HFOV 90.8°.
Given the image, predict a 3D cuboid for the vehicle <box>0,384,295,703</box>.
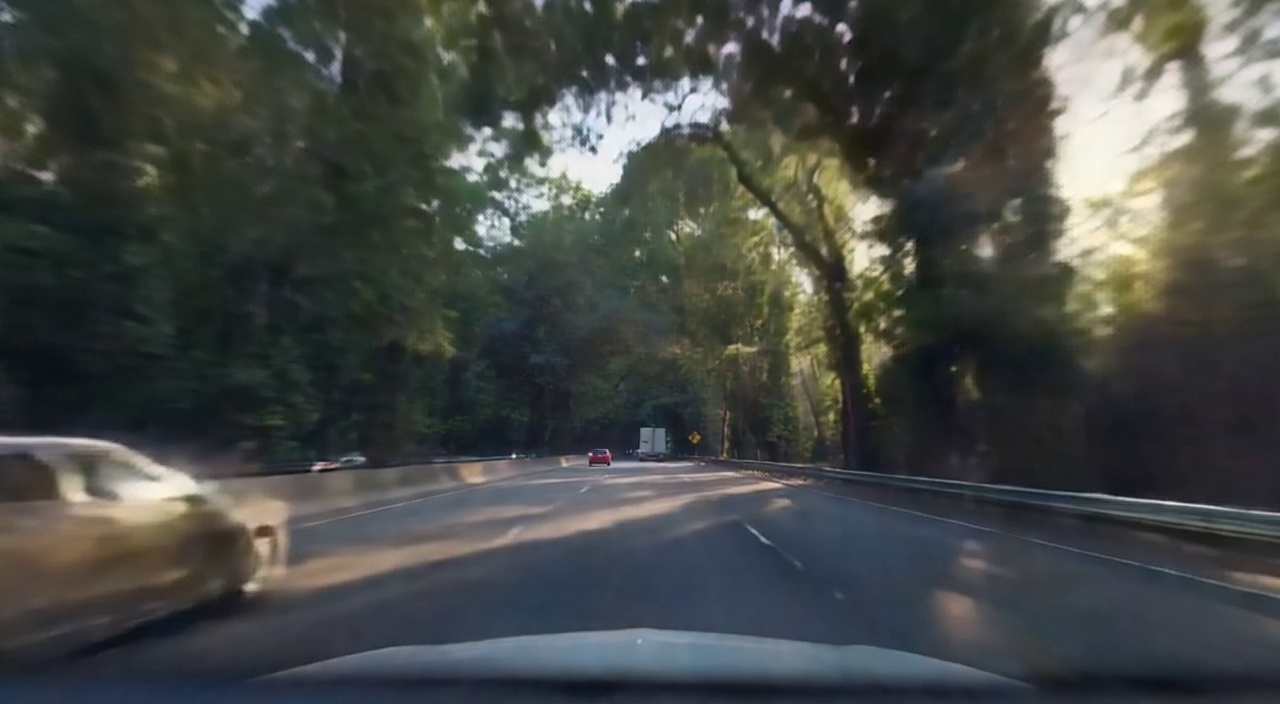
[{"bbox_3d":[-3.933,1.001,3.090,2.057,1.618,4.212,0,-9,0],"label":"vehicle"}]
